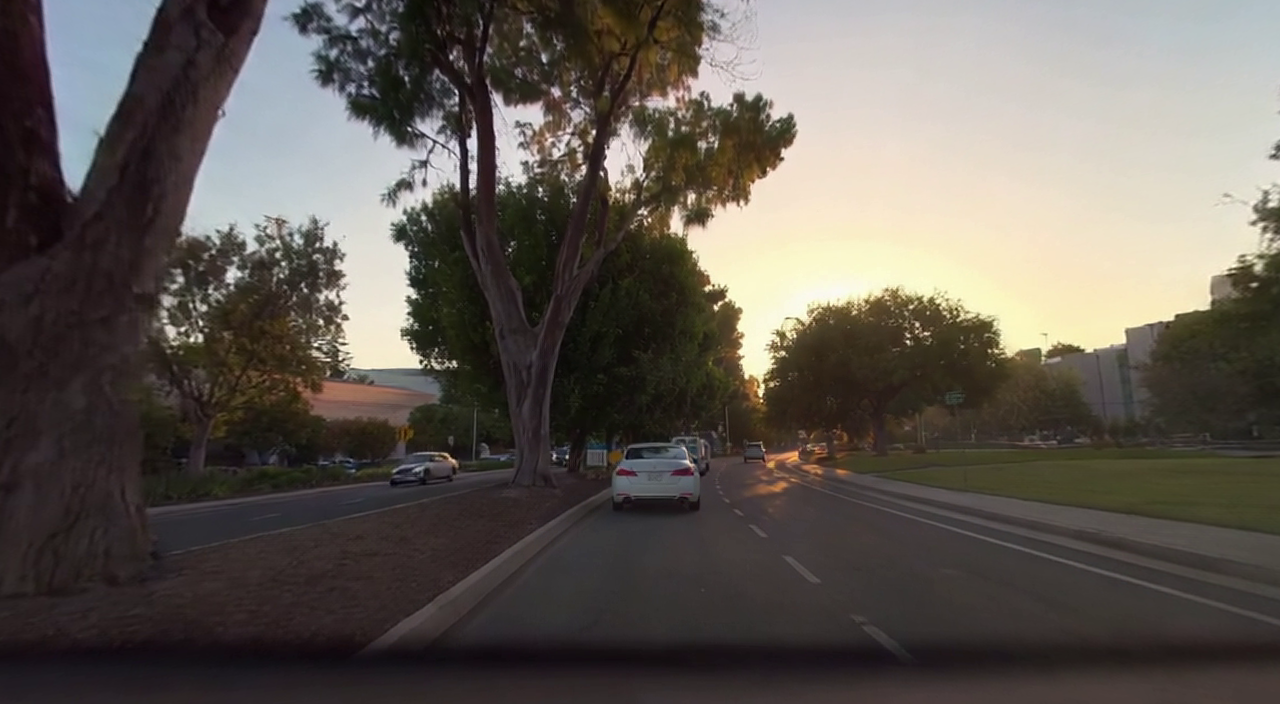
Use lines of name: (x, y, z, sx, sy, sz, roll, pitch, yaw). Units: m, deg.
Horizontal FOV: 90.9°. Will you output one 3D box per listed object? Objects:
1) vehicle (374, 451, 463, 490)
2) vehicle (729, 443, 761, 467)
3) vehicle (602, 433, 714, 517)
vehicle: (-9.488, 5.105, 27.491, 1.909, 1.468, 4.597, -1, -8, 5)
vehicle: (7.076, 6.964, 42.737, 1.984, 1.507, 4.359, -1, -8, 7)
vehicle: (0.466, 2.662, 14.138, 2.154, 1.585, 3.997, -1, -8, 4)
